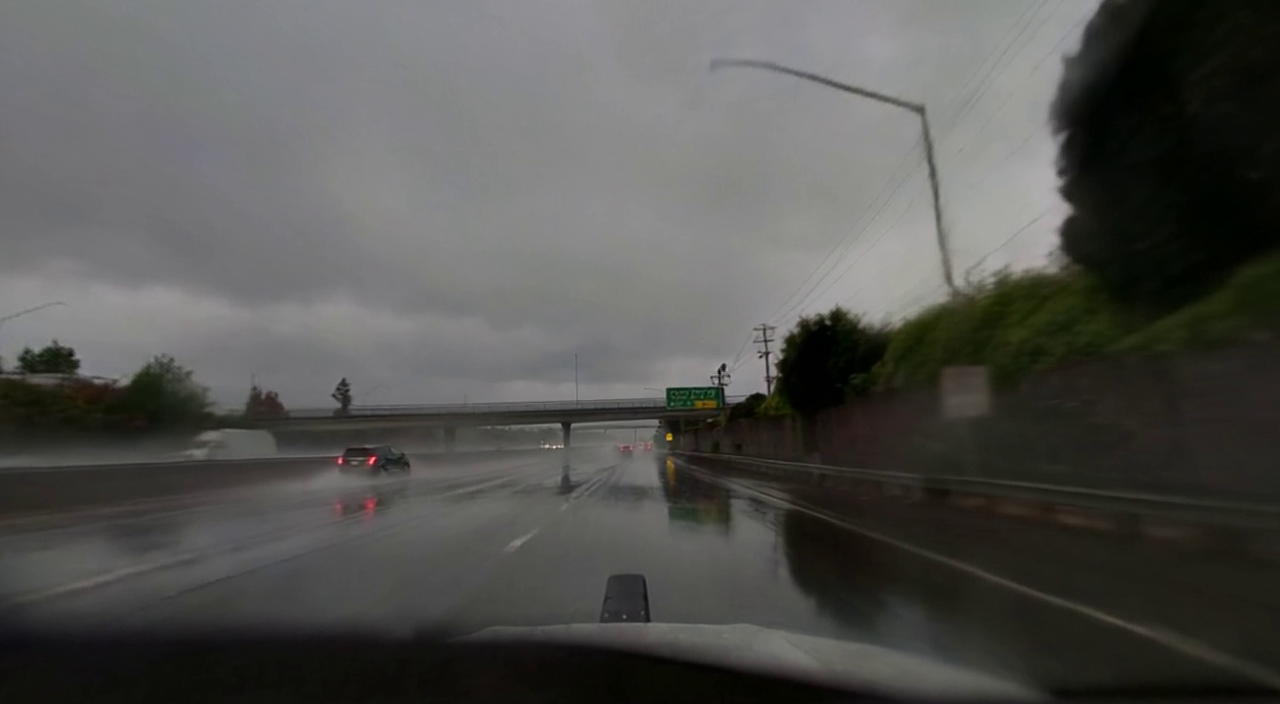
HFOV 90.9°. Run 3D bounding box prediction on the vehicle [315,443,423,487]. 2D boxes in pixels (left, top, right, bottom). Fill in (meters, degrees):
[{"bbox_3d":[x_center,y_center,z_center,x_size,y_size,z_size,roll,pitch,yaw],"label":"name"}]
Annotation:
[{"bbox_3d":[-10.144,4.235,24.066,2.056,1.476,4.562,-1,-8,1],"label":"vehicle"}]
